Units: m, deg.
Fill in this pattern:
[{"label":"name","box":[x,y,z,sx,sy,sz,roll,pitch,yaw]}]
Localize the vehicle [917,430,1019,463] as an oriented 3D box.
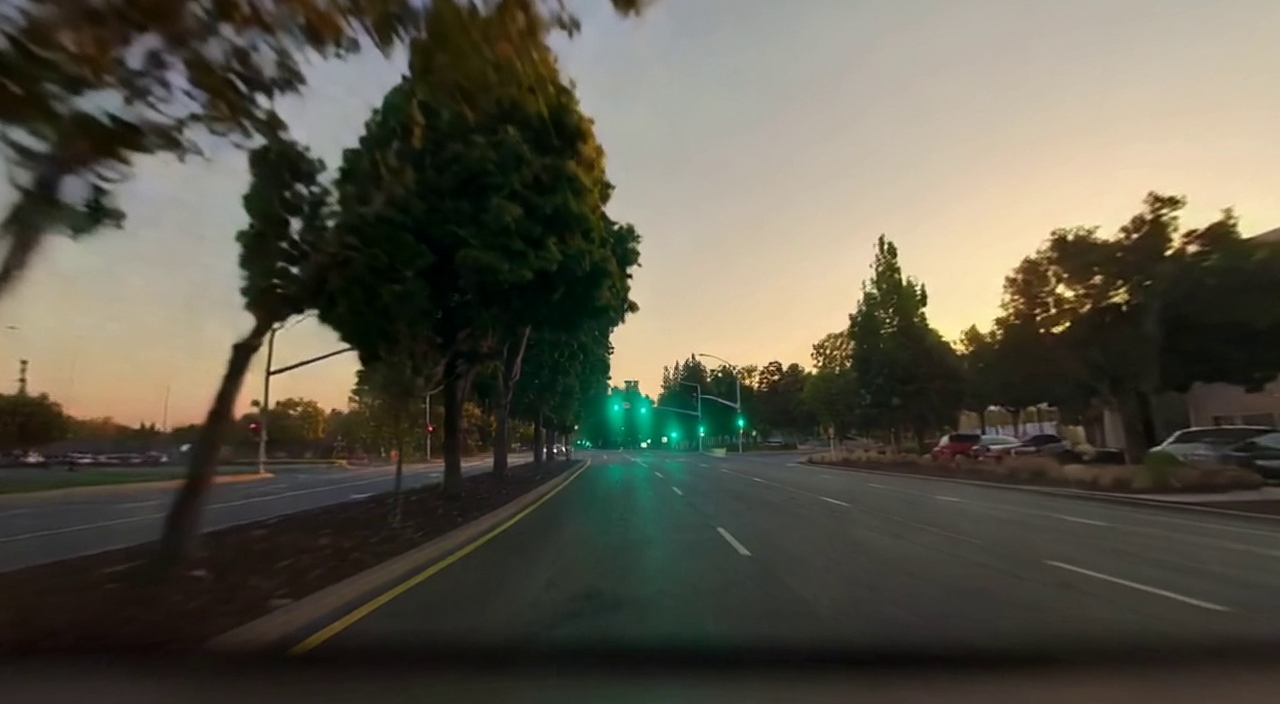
[{"label":"vehicle","box":[18.201,5.300,35.308,2.084,1.675,4.966,3,-9,-17]}]
